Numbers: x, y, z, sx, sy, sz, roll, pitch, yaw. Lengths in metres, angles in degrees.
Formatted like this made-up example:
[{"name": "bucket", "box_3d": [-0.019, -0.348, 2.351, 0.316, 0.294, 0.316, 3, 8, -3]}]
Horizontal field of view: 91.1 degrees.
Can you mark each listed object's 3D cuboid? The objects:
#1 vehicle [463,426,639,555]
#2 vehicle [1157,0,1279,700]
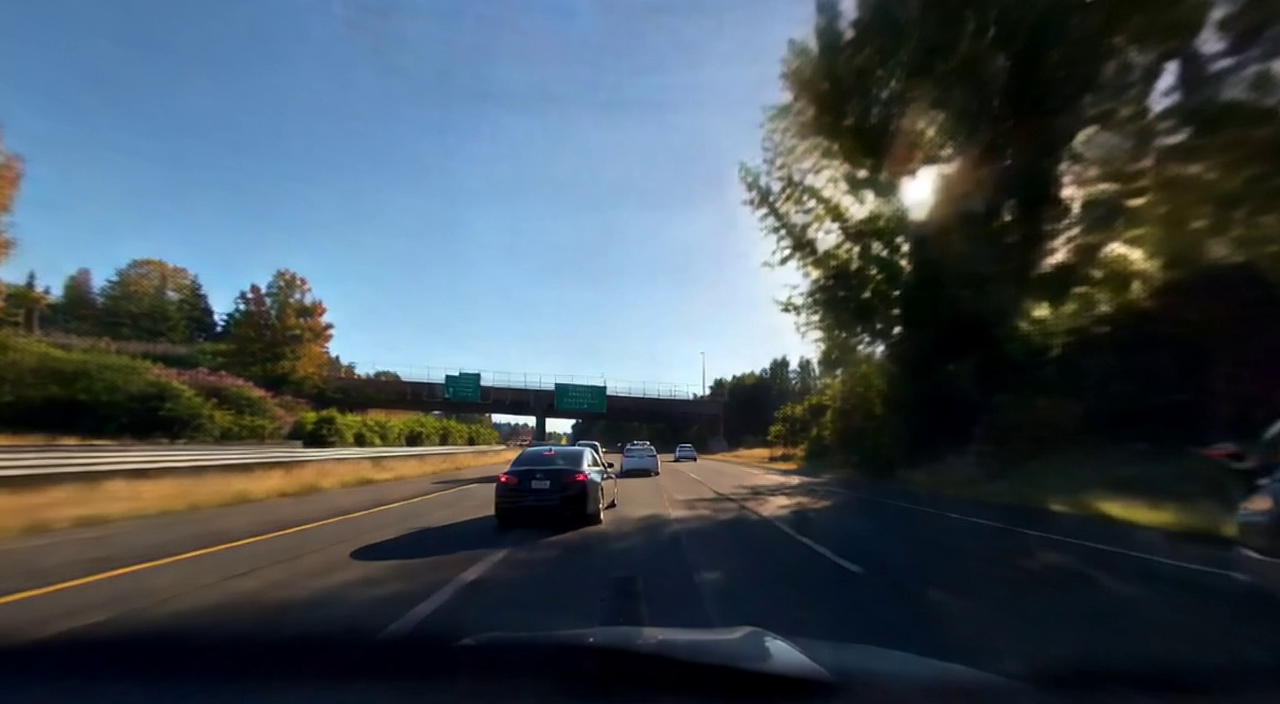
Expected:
[{"name": "vehicle", "box_3d": [-1.118, 2.025, 9.792, 2.038, 1.582, 3.729, -1, -9, 2]}, {"name": "vehicle", "box_3d": [4.909, -0.628, 0.886, 2.982, 4.187, 6.008, 0, -9, 1]}]
